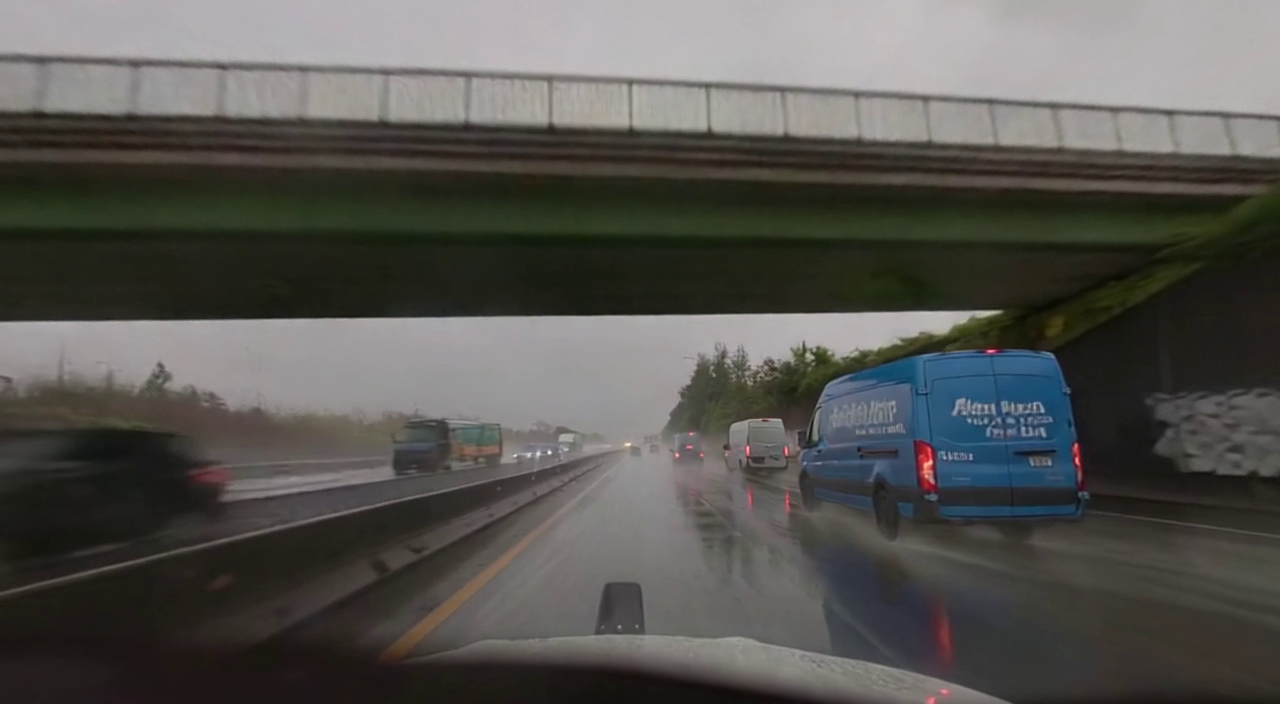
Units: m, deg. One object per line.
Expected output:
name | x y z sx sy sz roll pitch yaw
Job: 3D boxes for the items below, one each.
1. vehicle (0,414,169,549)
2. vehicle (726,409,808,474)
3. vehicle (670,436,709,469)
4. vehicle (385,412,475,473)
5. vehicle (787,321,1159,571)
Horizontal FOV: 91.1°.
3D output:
vehicle | -8.663 1.662 8.164 1.827 1.612 4.182 0 -9 0
vehicle | 6.959 5.116 35.675 2.761 3.225 7.624 0 -9 -2
vehicle | 3.115 6.490 40.659 2.007 1.943 5.010 0 -9 -1
vehicle | -12.043 5.366 36.890 2.571 3.122 8.065 -1 -9 -1
vehicle | 4.173 1.396 9.543 2.283 2.631 5.719 0 -9 -2
